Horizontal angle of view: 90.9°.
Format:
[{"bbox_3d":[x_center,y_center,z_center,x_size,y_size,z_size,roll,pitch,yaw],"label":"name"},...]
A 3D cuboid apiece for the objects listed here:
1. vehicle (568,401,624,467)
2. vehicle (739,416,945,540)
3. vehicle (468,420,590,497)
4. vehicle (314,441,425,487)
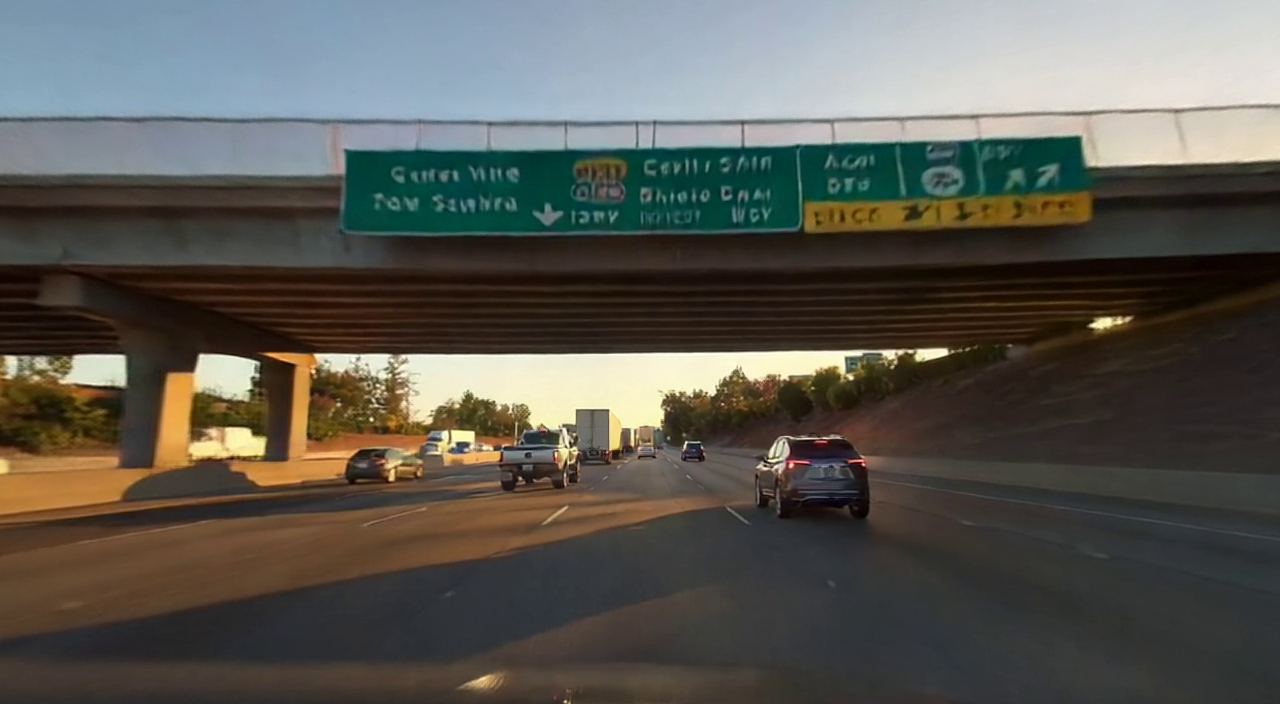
[{"bbox_3d":[-2.990,6.337,47.631,2.869,4.108,15.564,-1,-8,1],"label":"vehicle"},{"bbox_3d":[3.083,2.031,10.790,2.028,1.658,4.334,0,-8,-1],"label":"vehicle"},{"bbox_3d":[-3.233,3.327,20.181,2.645,2.023,6.491,-1,-8,1],"label":"vehicle"},{"bbox_3d":[-9.968,4.143,23.726,1.981,1.495,4.834,0,-8,1],"label":"vehicle"}]
